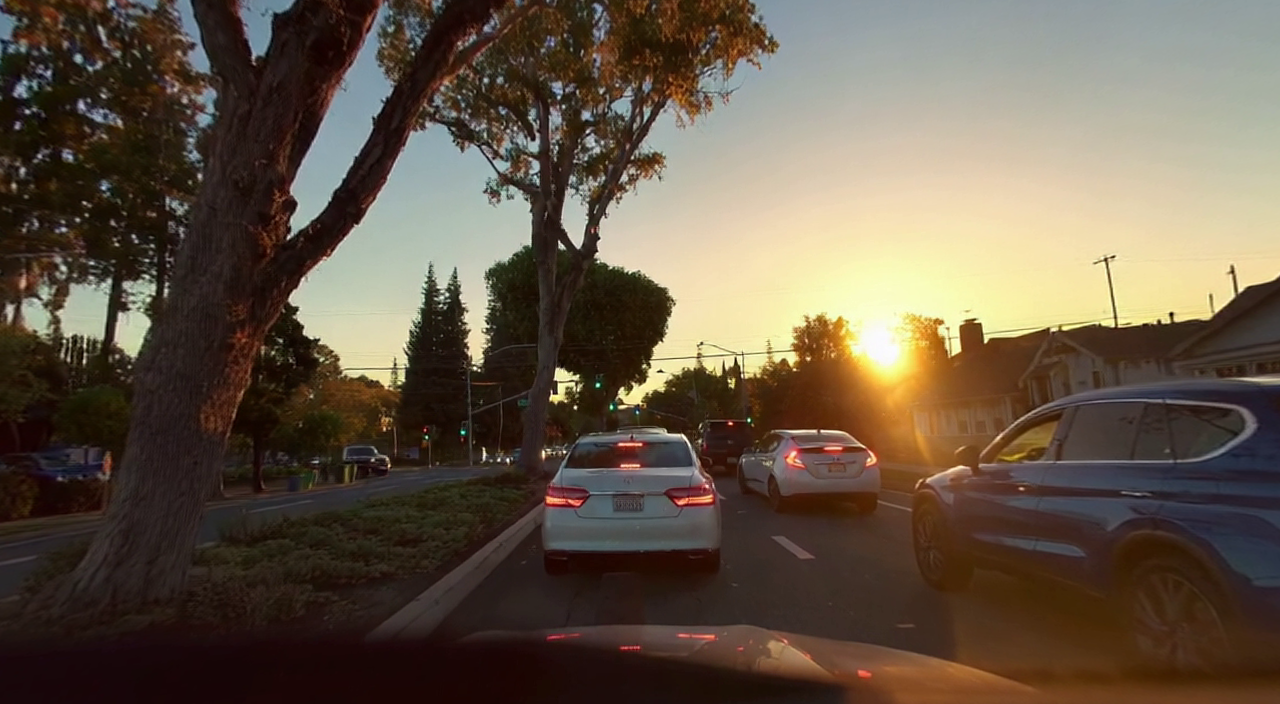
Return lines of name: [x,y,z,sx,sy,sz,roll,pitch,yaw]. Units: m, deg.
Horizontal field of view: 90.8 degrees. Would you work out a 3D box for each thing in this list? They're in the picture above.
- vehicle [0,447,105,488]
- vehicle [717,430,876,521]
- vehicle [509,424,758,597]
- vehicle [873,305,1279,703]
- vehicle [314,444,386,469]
vehicle: [-22.529,4.236,23.307,4.092,1.438,1.639,-1,-8,1]
vehicle: [2.951,2.435,13.064,1.971,1.517,4.521,0,-8,-2]
vehicle: [-0.094,1.711,7.715,2.186,1.500,4.141,0,-8,-1]
vehicle: [3.369,0.966,4.067,2.006,1.766,4.345,0,-8,-1]
vehicle: [-19.909,7.173,43.499,3.957,1.630,1.881,0,-8,-1]
